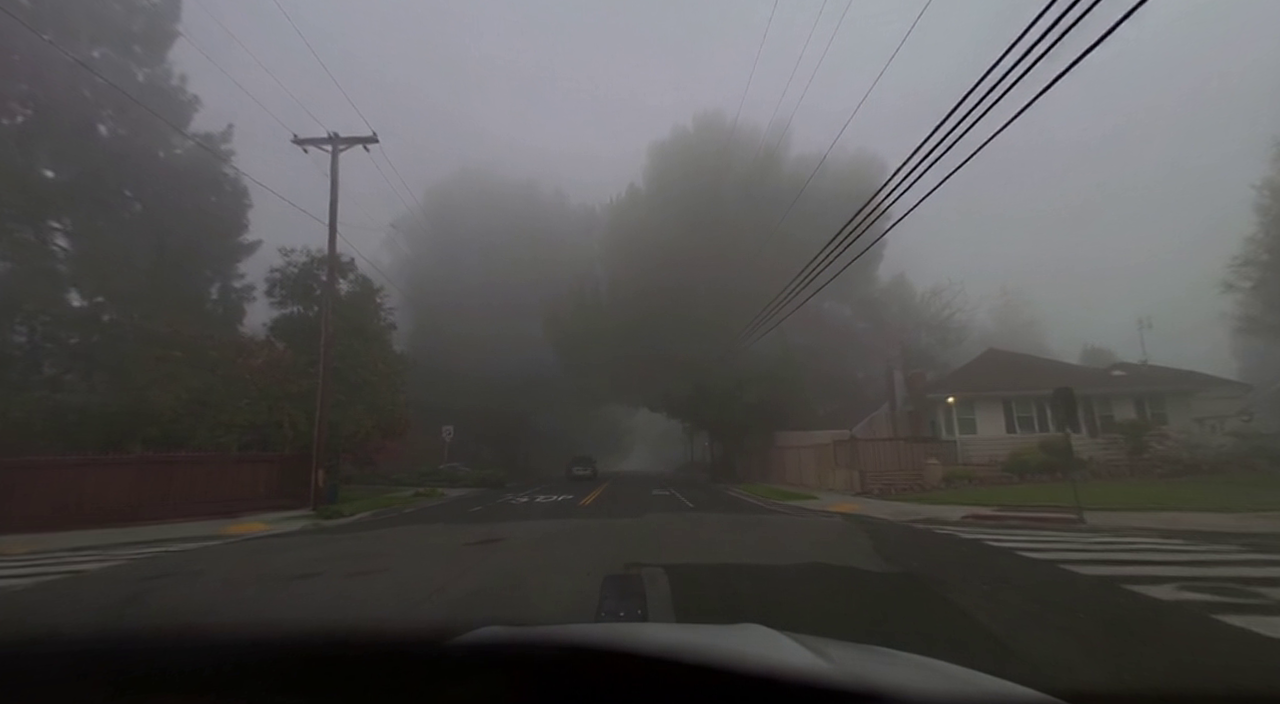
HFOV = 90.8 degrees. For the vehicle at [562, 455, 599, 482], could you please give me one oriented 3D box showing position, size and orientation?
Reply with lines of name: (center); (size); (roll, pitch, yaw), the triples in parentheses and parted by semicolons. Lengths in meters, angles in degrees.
vehicle: (-3.761, 7.439, 40.506); (1.935, 1.595, 3.972); (0, -9, 1)
